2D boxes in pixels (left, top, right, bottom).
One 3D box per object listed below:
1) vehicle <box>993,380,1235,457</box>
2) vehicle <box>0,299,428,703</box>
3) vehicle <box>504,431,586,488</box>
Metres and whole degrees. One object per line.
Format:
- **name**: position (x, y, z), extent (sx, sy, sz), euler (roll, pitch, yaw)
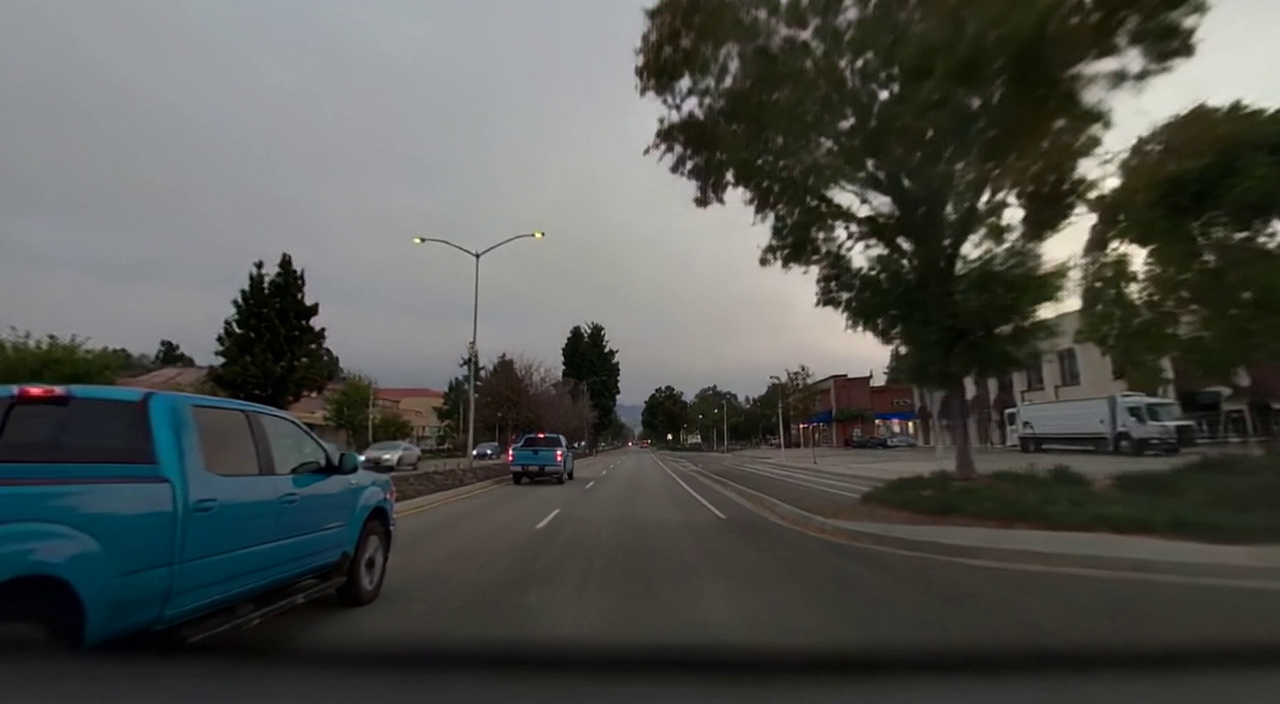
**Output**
- **vehicle**: position (26.160, 4.063, 36.495), extent (2.948, 3.576, 13.937), euler (1, -8, -2)
- **vehicle**: position (-3.206, 0.929, 3.341), extent (2.277, 1.801, 5.250), euler (0, -8, 1)
- **vehicle**: position (-3.251, 3.805, 22.694), extent (2.065, 1.790, 5.417), euler (0, -8, 1)
